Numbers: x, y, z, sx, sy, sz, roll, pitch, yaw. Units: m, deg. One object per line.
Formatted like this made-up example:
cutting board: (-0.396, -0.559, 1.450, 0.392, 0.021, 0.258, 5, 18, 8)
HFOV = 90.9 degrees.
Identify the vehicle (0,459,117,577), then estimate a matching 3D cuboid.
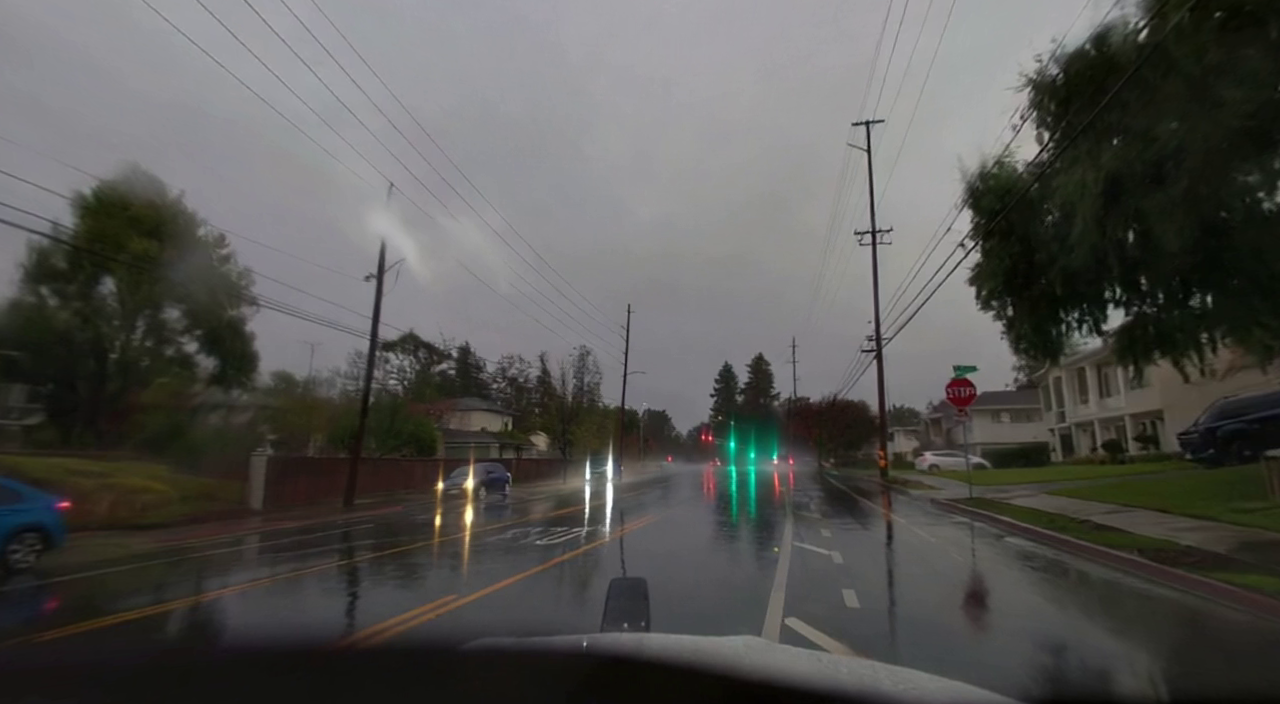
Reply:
vehicle: (-10.524, 2.388, 8.788, 1.966, 1.665, 4.549, -2, -9, 14)

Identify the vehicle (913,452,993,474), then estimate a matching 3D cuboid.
vehicle: (22.221, 7.886, 44.895, 4.648, 1.511, 1.919, -2, -9, 11)

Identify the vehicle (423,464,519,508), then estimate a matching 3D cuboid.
vehicle: (-6.721, 5.381, 25.671, 1.965, 1.455, 4.472, -2, -9, 11)

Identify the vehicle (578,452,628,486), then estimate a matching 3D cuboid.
vehicle: (-2.429, 7.819, 42.452, 1.998, 2.047, 5.167, -2, -9, 12)

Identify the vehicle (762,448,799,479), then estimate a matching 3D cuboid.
vehicle: (9.321, 7.319, 41.733, 2.284, 1.741, 4.702, 0, -7, 13)

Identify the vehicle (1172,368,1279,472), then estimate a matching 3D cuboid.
vehicle: (17.313, 1.859, 16.991, 1.926, 2.031, 5.177, 0, -18, 9)
